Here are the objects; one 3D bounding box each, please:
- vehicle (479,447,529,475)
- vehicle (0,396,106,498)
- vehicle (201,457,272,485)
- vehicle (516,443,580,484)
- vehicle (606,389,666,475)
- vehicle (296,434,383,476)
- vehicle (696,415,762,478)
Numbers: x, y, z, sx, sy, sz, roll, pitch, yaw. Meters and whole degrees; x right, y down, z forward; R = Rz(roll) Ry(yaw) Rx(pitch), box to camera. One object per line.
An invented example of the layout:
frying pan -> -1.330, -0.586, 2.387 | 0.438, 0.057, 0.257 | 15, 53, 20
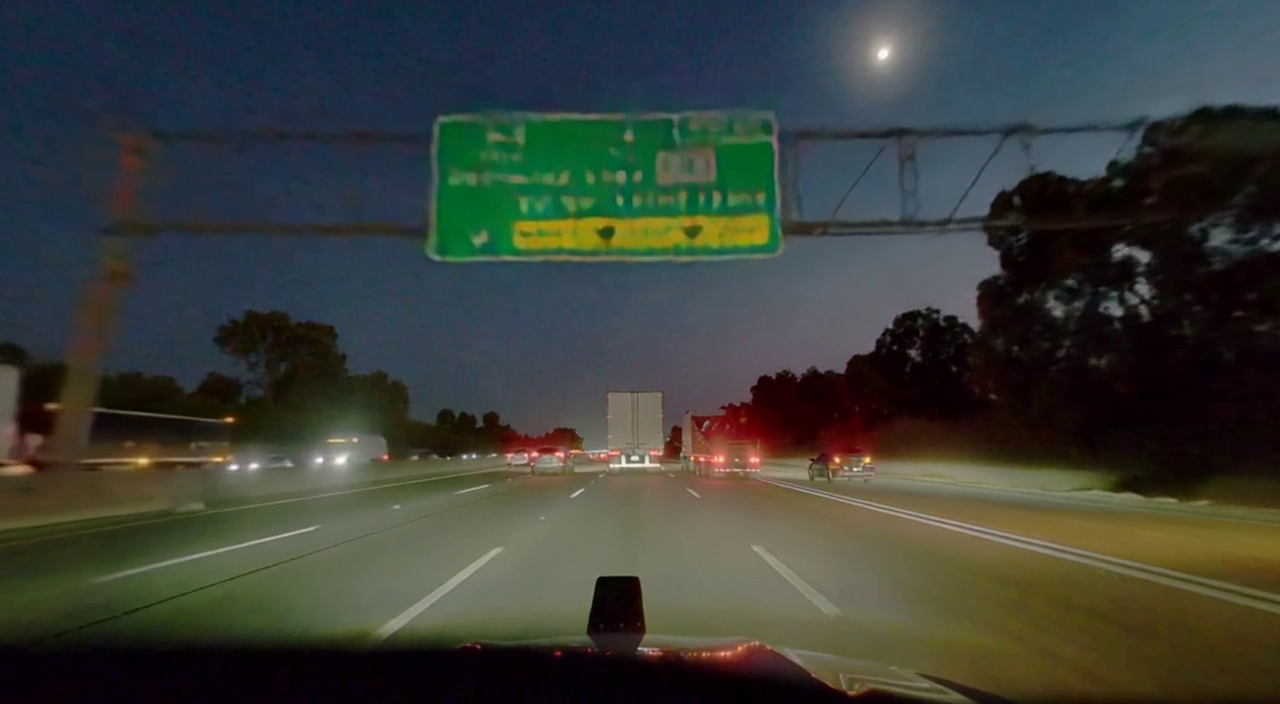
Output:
vehicle -> -7.573, 6.126, 35.504 | 1.926, 1.482, 3.959 | 0, -9, 1
vehicle -> -26.513, 3.960, 26.143 | 2.982, 3.939, 6.283 | 0, -9, -1
vehicle -> -22.588, 6.659, 35.417 | 1.628, 1.403, 3.574 | 0, -9, -1
vehicle -> -3.794, 4.673, 26.616 | 2.061, 1.555, 3.900 | 0, -9, 0
vehicle -> -0.293, 4.763, 36.155 | 2.875, 4.056, 12.312 | 0, -9, -1
vehicle -> -19.197, 6.652, 40.759 | 2.232, 2.446, 6.951 | 0, -9, 0
vehicle -> 4.296, 4.685, 31.156 | 2.565, 2.902, 3.798 | 0, -9, -1
